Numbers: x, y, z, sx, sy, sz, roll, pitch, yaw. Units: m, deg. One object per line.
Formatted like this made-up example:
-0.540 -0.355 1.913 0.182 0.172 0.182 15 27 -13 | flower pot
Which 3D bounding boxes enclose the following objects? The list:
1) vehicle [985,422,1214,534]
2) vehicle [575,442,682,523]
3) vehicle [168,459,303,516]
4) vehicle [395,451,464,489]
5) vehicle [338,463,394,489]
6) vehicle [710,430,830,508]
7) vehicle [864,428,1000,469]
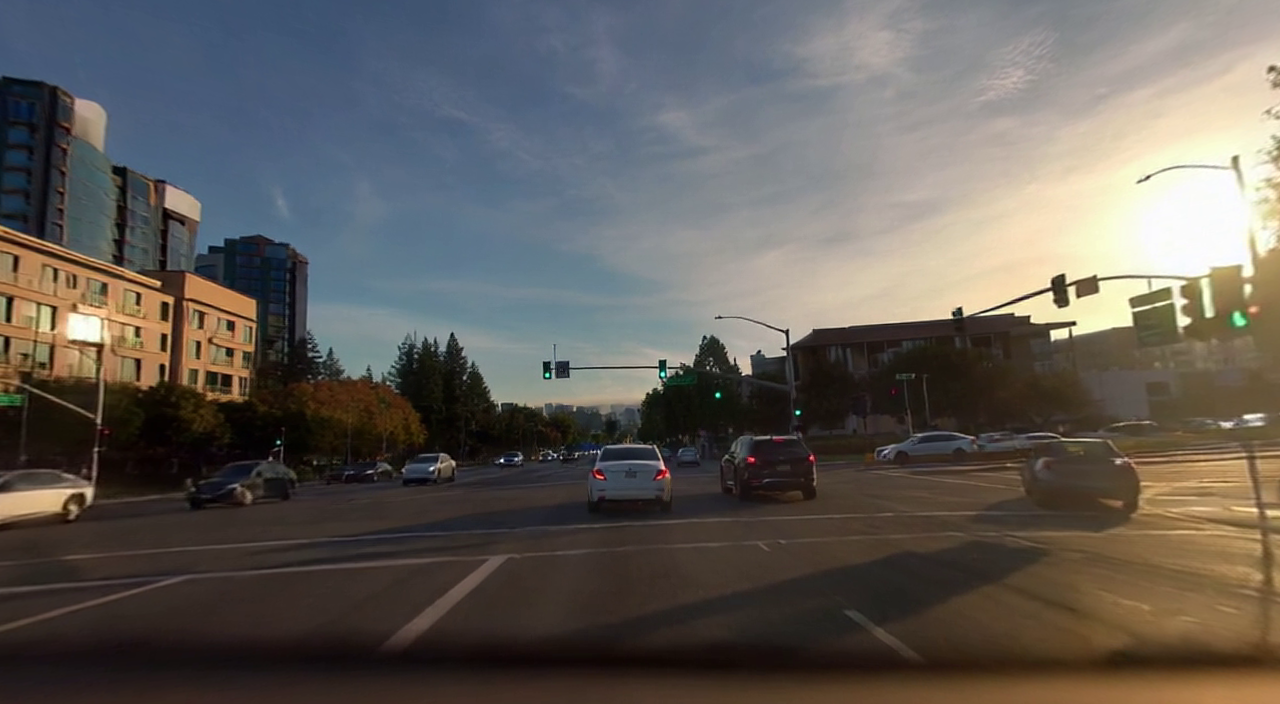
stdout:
8.575 2.347 12.390 2.039 1.760 4.319 -2 -9 14 | vehicle
-0.263 2.783 14.056 2.034 1.500 3.966 0 -9 -1 | vehicle
-14.827 4.946 23.542 1.908 1.797 4.620 0 -9 1 | vehicle
-11.191 6.280 33.974 2.078 1.795 4.636 0 -8 1 | vehicle
-18.259 8.283 42.307 1.840 1.511 4.229 0 -9 0 | vehicle
3.251 3.027 16.861 2.107 1.773 4.557 0 -9 -2 | vehicle
15.144 5.085 33.238 6.013 2.030 2.461 -2 -9 12 | vehicle
